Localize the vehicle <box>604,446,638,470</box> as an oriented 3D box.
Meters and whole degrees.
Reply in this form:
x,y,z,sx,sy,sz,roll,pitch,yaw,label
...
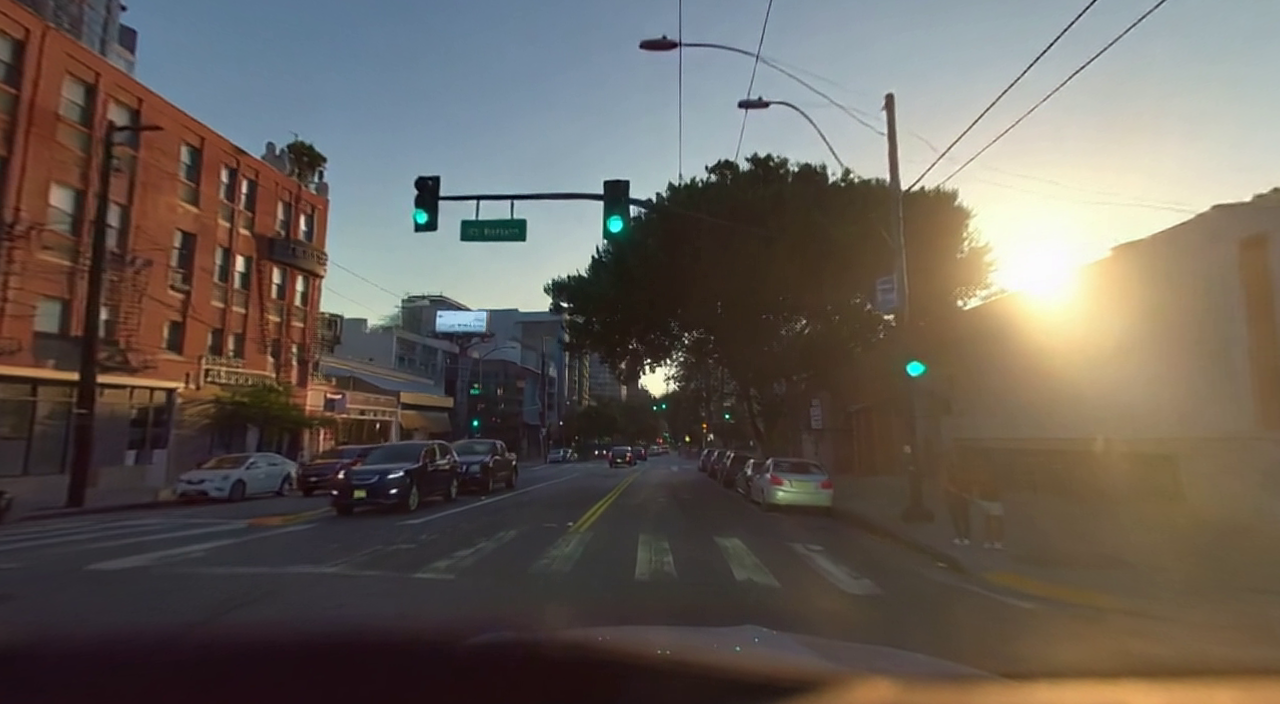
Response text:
x,y,z,sx,sy,sz,roll,pitch,yaw,label
-1.193,6.966,41.718,1.973,1.496,3.713,0,-8,2,vehicle

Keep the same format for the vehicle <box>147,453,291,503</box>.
x,y,z,sx,sy,sz,roll,pitch,yaw,label
-14.199,4.230,21.626,2.012,1.476,4.284,0,-8,0,vehicle

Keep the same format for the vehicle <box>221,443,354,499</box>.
x,y,z,sx,sy,sz,roll,pitch,yaw,label
-11.335,3.810,20.665,1.933,1.628,3.973,0,-8,2,vehicle

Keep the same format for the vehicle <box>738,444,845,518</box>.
x,y,z,sx,sy,sz,roll,pitch,yaw,label
4.001,3.439,17.342,1.924,1.765,3.954,0,-9,0,vehicle

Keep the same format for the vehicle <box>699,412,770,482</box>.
x,y,z,sx,sy,sz,roll,pitch,yaw,label
5.054,5.316,35.350,2.989,3.455,7.975,0,-8,2,vehicle

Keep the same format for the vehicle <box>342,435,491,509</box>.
x,y,z,sx,sy,sz,roll,pitch,yaw,label
-5.260,2.865,15.538,1.942,1.559,4.298,0,-8,2,vehicle
